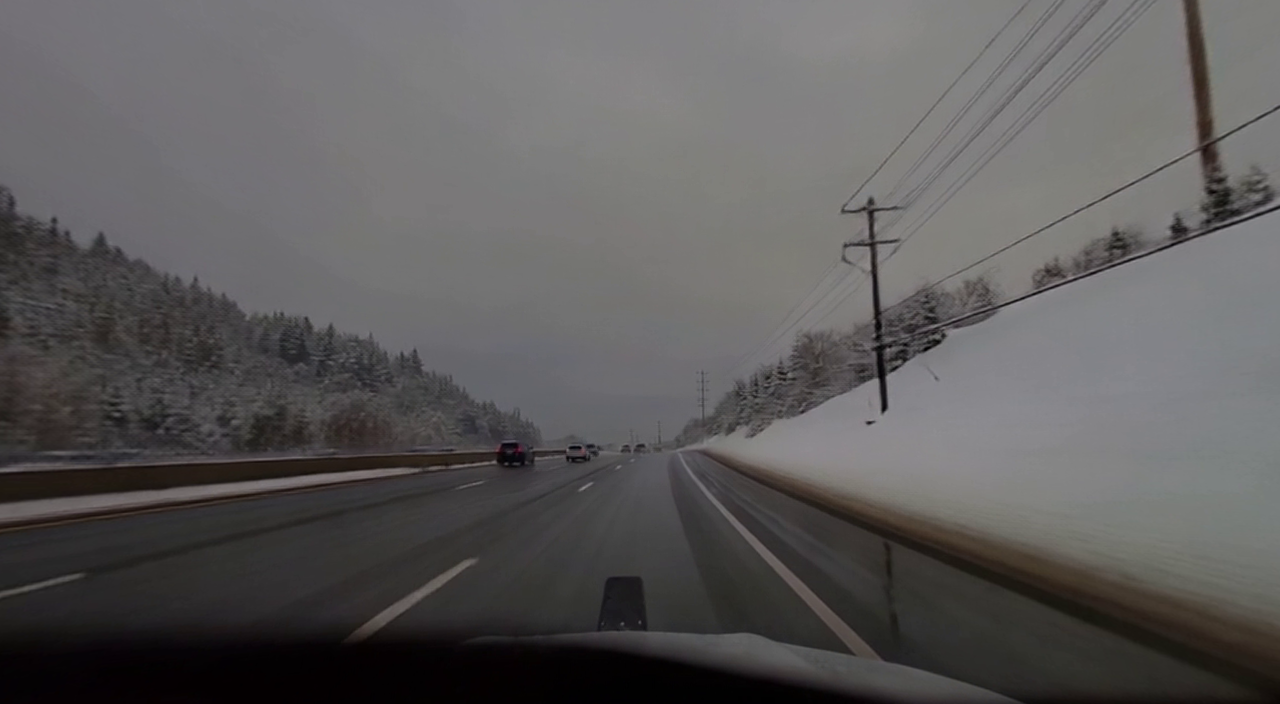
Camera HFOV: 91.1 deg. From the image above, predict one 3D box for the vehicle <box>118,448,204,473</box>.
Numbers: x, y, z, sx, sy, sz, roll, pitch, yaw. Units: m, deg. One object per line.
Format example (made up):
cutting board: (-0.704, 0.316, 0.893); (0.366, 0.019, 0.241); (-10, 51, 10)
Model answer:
vehicle: (-31.096, 7.073, 40.941); (1.868, 1.495, 4.576); (-1, -9, 3)

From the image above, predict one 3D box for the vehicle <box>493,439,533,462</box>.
vehicle: (-9.942, 7.736, 49.448); (2.063, 1.743, 4.392); (0, -8, 3)

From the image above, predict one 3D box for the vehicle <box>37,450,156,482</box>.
vehicle: (-27.671, 5.774, 32.209); (1.874, 1.478, 4.568); (0, -9, 2)
